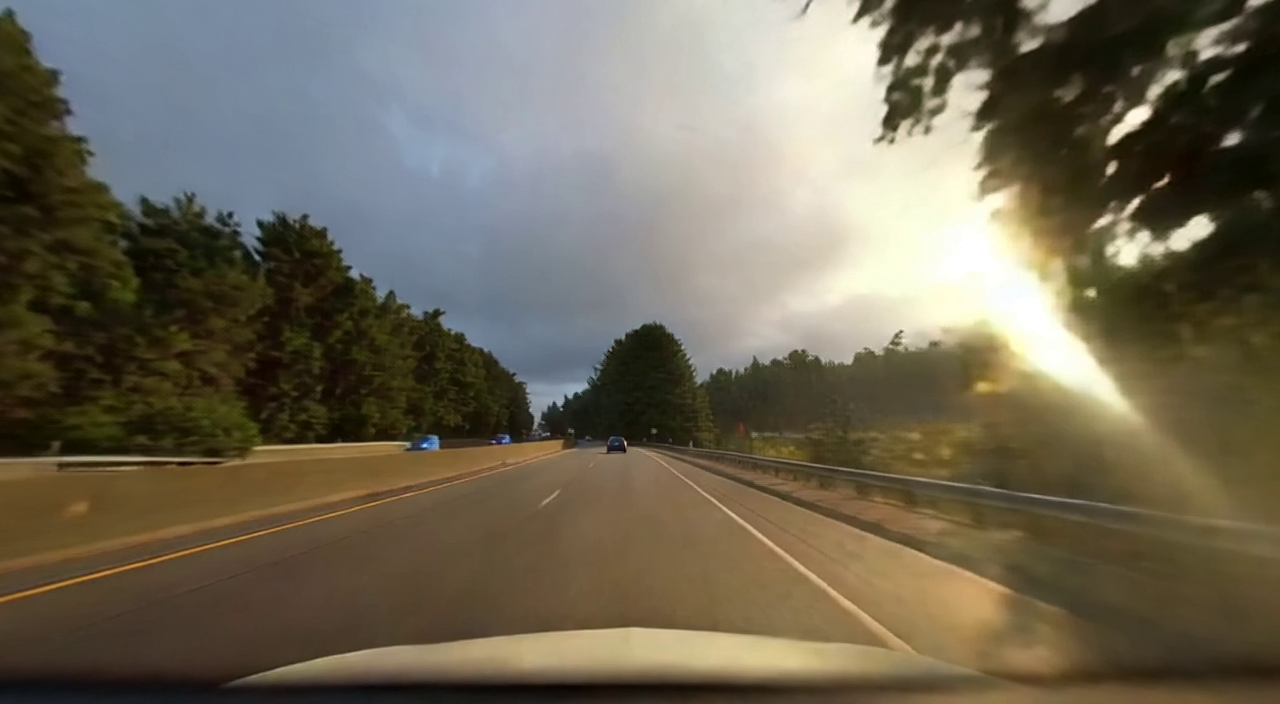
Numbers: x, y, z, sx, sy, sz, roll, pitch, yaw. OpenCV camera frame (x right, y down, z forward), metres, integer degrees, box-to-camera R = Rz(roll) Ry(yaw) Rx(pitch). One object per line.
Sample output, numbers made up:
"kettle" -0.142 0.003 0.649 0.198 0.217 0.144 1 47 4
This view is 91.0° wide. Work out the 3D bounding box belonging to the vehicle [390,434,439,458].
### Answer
"vehicle" -16.016 6.684 44.864 1.989 1.617 4.293 -1 -8 -2
